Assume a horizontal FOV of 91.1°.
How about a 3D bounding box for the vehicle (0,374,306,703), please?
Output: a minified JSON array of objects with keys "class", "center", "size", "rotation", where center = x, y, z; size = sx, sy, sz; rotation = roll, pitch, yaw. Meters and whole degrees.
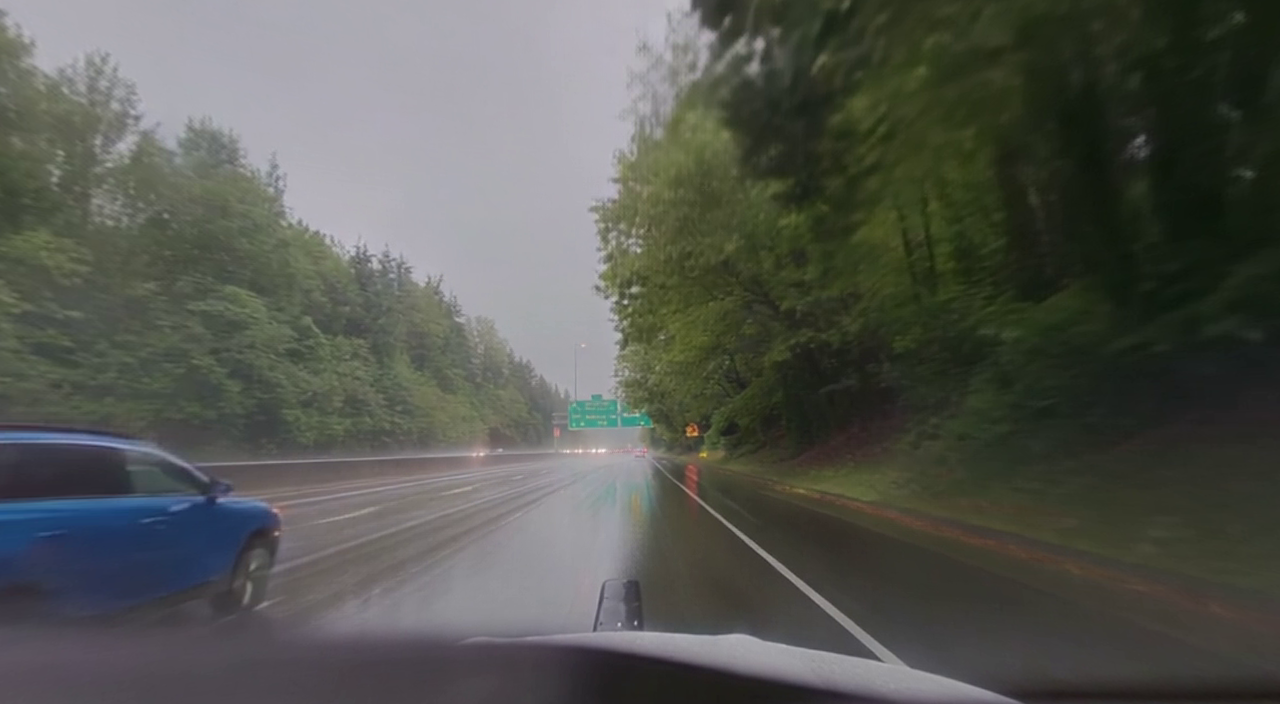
[{"class":"vehicle","center":[-3.880,0.980,3.099],"size":[2.104,1.626,4.283],"rotation":[0,-9,0]}]
